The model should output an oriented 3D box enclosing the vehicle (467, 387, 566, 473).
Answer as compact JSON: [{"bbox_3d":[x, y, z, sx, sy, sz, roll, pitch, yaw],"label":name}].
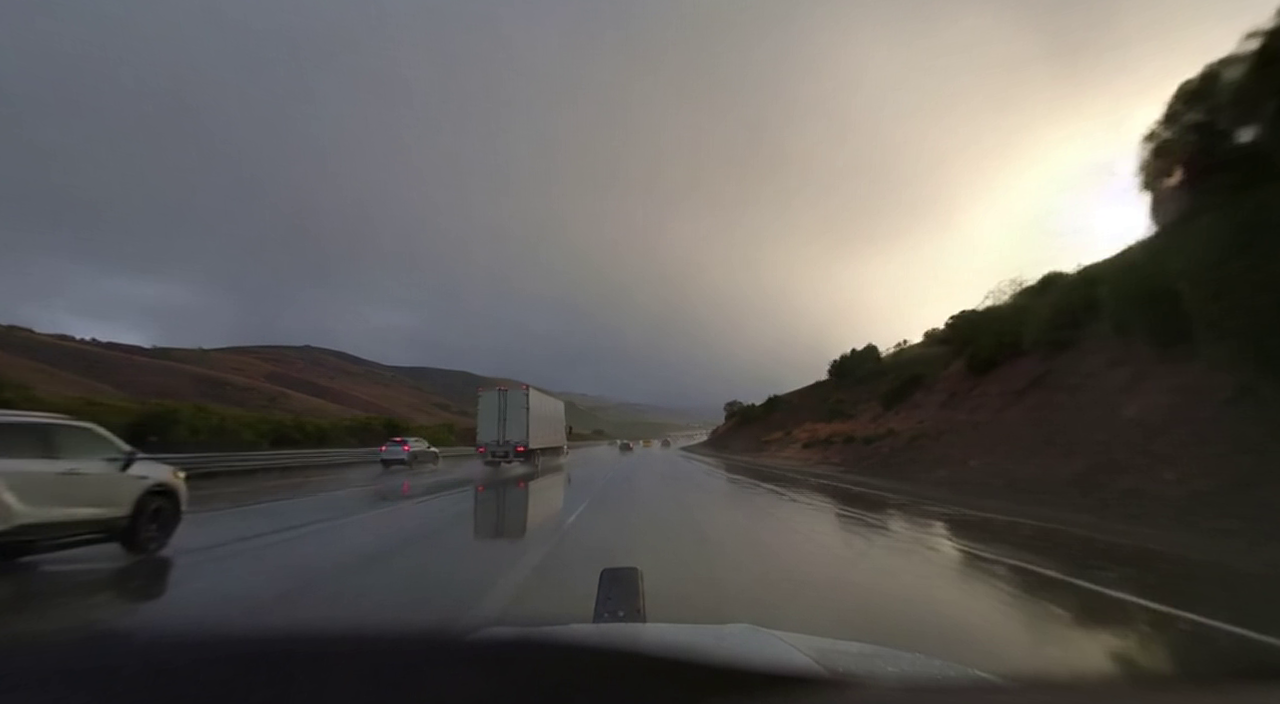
[{"bbox_3d":[-6.289,4.365,34.190,2.981,3.860,11.022,0,-8,1],"label":"vehicle"}]

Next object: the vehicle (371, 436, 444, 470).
[{"bbox_3d":[-13.699,5.952,37.362,2.130,1.828,5.523,0,-8,1],"label":"vehicle"}]

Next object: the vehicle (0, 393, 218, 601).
[{"bbox_3d":[-6.442,1.278,5.711,2.099,1.734,4.413,0,-8,0],"label":"vehicle"}]
